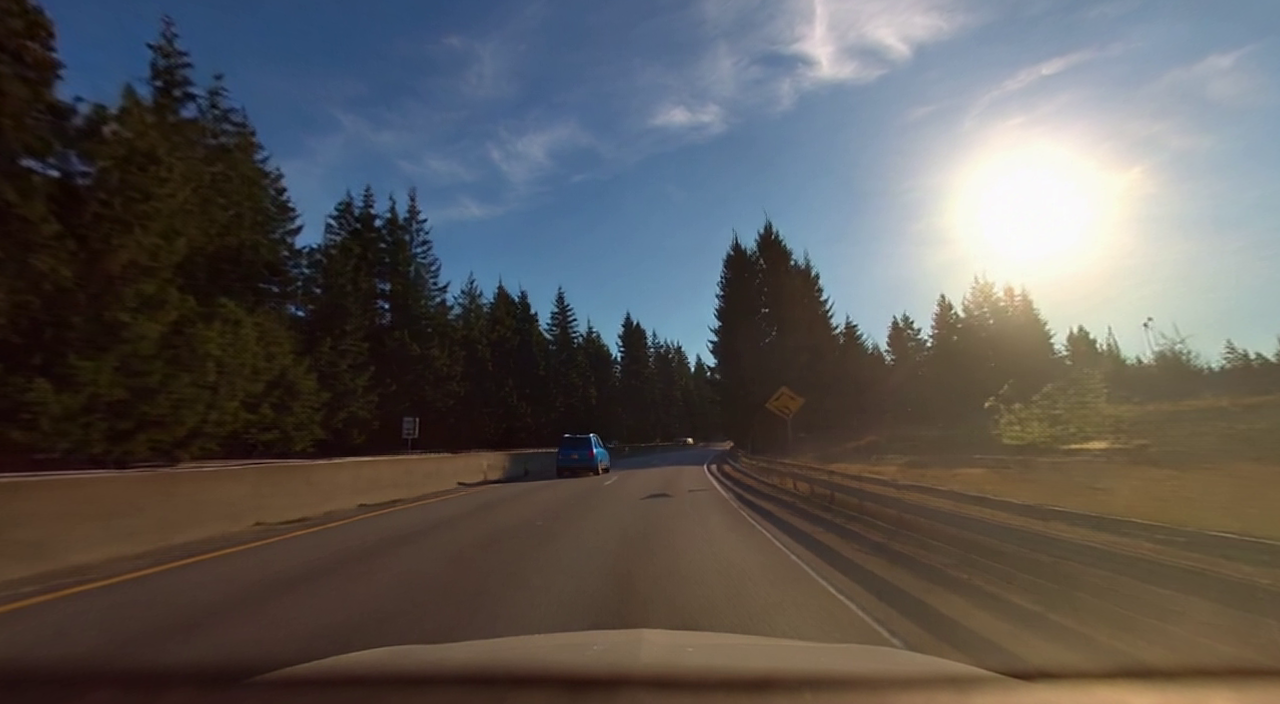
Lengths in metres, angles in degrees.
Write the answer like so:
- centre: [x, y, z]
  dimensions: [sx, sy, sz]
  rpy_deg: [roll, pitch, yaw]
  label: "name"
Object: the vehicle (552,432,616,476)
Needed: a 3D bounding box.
- centre: [-2.322, 4.422, 27.501]
  dimensions: [2.005, 1.752, 4.479]
  rpy_deg: [-1, -8, 5]
  label: "vehicle"
